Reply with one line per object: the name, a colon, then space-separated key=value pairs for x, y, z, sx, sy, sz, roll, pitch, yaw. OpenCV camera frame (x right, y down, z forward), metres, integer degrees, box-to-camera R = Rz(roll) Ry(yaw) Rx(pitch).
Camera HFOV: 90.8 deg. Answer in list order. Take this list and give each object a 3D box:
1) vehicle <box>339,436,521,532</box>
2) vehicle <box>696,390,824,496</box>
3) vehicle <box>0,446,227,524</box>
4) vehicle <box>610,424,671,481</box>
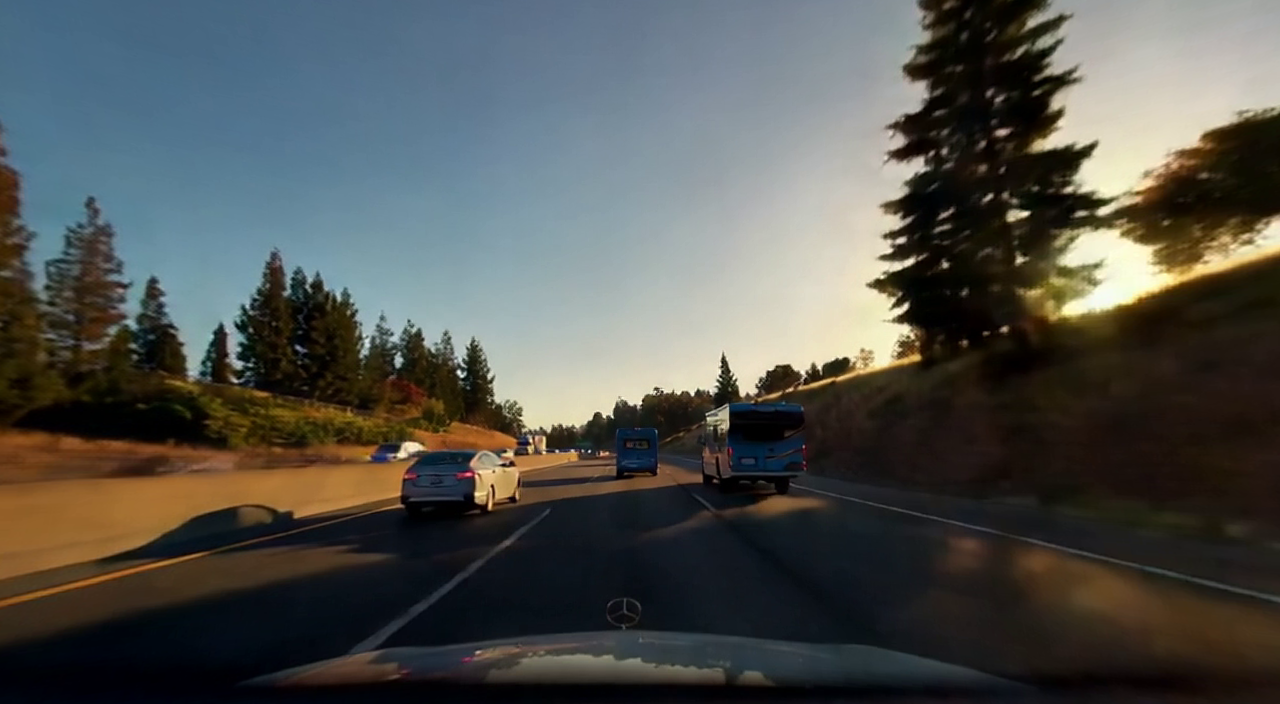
vehicle: x=-3.760 y=2.455 z=12.334 sx=1.959 sy=1.502 sz=4.559 roll=0 pitch=-9 yaw=0
vehicle: x=3.638 y=3.074 z=21.164 sx=2.607 sy=2.910 sz=7.252 roll=0 pitch=-9 yaw=-2
vehicle: x=-11.716 y=2.864 z=14.155 sx=1.934 sy=1.453 sz=4.281 roll=0 pitch=-9 yaw=1
vehicle: x=-0.004 y=4.496 z=28.414 sx=2.524 sy=2.310 sz=4.986 roll=0 pitch=-9 yaw=0
